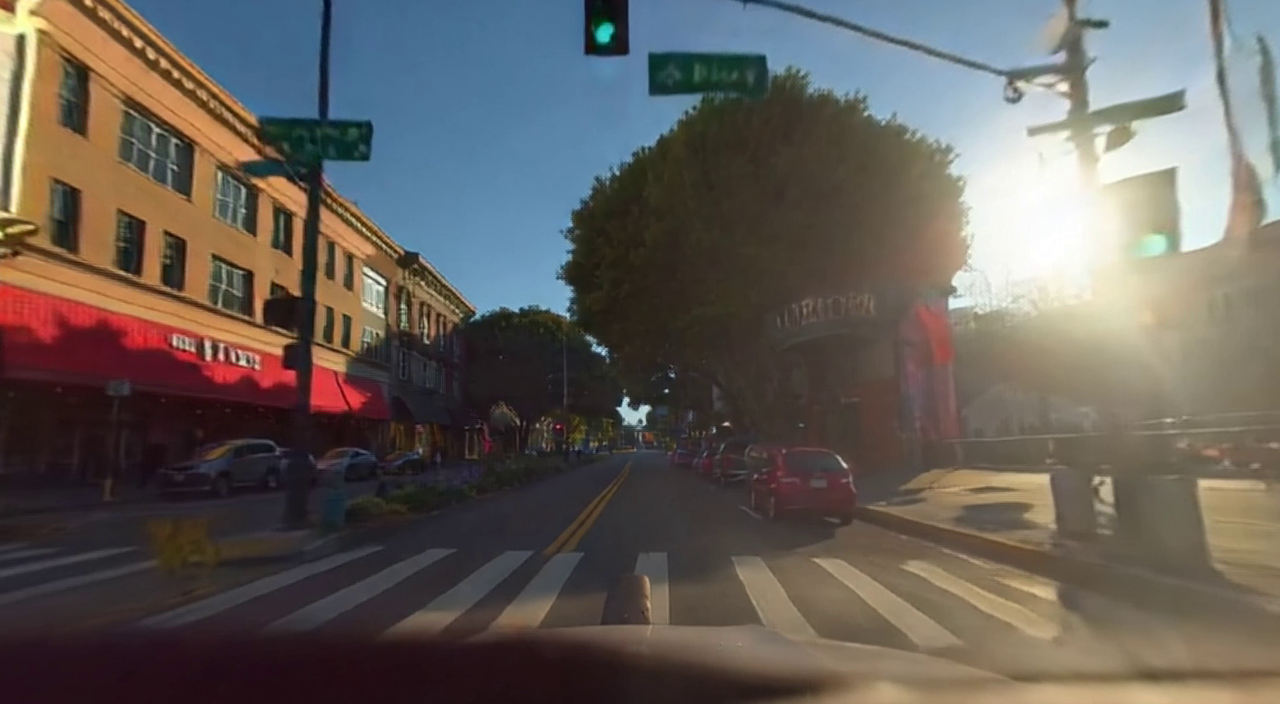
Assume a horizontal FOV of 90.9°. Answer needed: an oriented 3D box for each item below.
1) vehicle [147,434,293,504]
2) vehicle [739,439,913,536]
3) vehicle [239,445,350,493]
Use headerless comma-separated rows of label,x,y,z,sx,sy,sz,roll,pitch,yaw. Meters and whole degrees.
vehicle,-12.417,3.347,18.553,4.447,1.790,2.206,-7,-11,39
vehicle,3.400,2.554,12.561,2.120,1.560,4.402,0,-8,0
vehicle,-12.146,4.022,22.070,4.379,1.480,1.956,-8,-11,41
